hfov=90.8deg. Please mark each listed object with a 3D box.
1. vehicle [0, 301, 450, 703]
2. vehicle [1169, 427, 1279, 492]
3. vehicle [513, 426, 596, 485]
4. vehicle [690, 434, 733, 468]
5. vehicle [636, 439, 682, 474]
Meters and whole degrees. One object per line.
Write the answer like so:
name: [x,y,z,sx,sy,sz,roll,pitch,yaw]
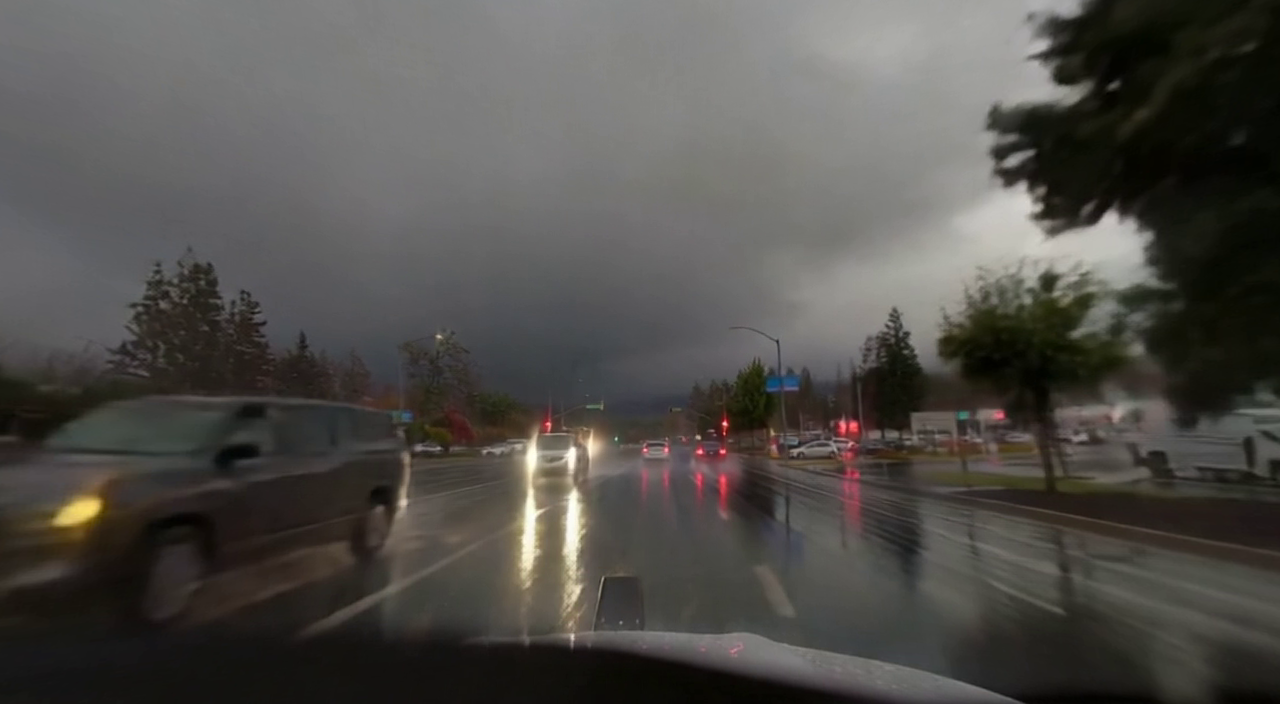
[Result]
vehicle: [-3.845,1.130,5.631,2.298,1.905,5.777,0,-8,2]
vehicle: [18.295,2.713,14.919,2.618,1.565,11.353,-3,-6,4]
vehicle: [-2.774,3.501,21.667,2.092,1.779,4.468,0,-8,1]
vehicle: [3.948,5.570,35.775,2.046,1.768,4.370,0,-8,2]
vehicle: [0.808,4.615,28.101,1.917,1.418,3.987,0,-8,0]
